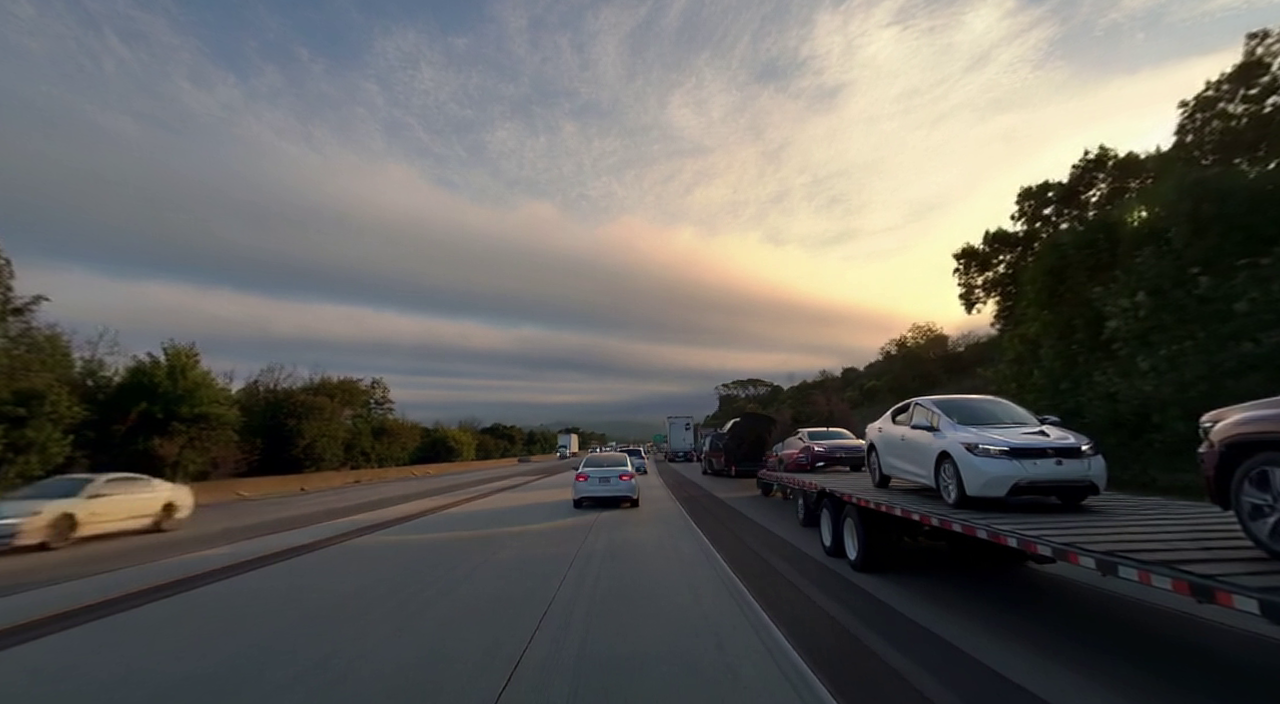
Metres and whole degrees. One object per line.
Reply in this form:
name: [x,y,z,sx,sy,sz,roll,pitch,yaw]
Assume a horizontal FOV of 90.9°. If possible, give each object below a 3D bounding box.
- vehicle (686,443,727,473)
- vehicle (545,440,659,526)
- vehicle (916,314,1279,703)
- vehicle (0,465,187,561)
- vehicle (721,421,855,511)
vehicle: [3.938,6.321,37.784,1.938,1.660,4.223,0,-9,0]
vehicle: [-0.672,2.589,12.913,1.991,1.466,3.675,0,-9,0]
vehicle: [3.472,0.894,3.352,1.959,1.783,4.407,0,-9,0]
vehicle: [-11.341,3.007,12.338,2.089,1.482,3.770,0,-9,0]
vehicle: [3.407,2.747,15.443,2.303,1.889,3.920,0,-9,0]
